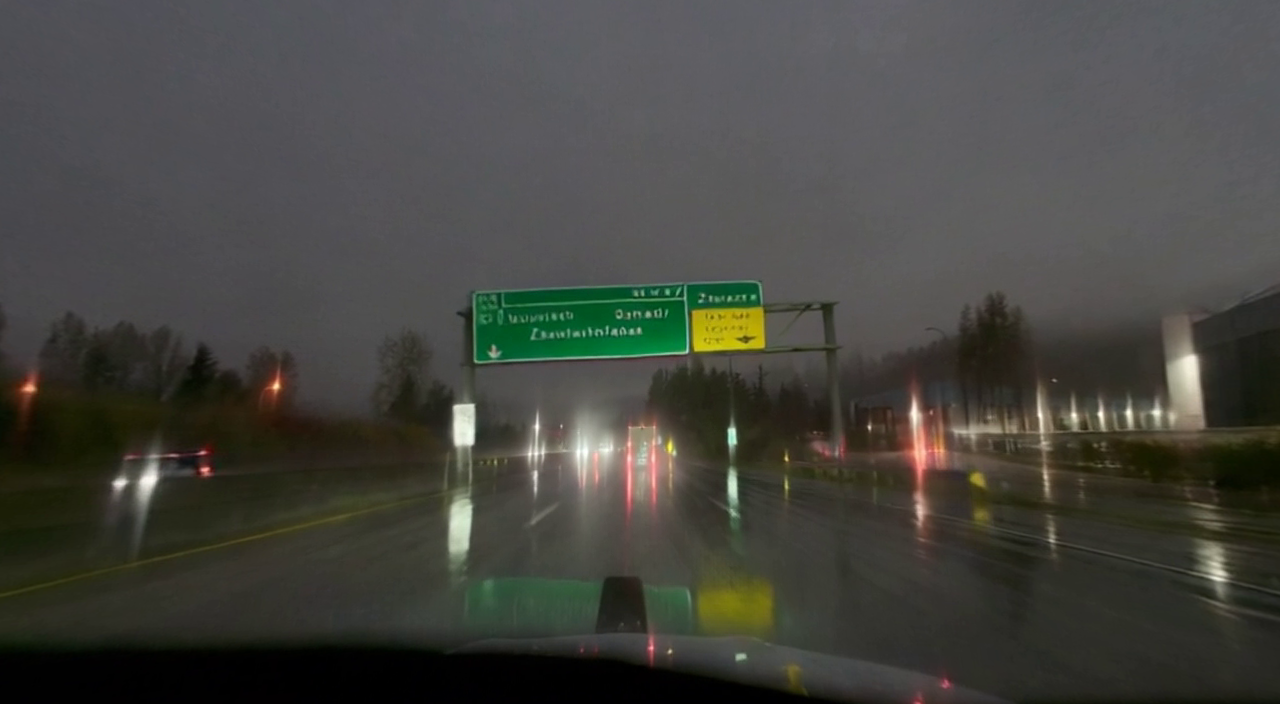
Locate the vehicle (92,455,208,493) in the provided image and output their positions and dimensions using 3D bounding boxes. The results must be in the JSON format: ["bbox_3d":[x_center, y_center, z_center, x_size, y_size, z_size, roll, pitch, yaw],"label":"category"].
[{"bbox_3d":[-27.000,6.710,35.024,2.092,1.902,4.764,-2,-9,11],"label":"vehicle"}]
